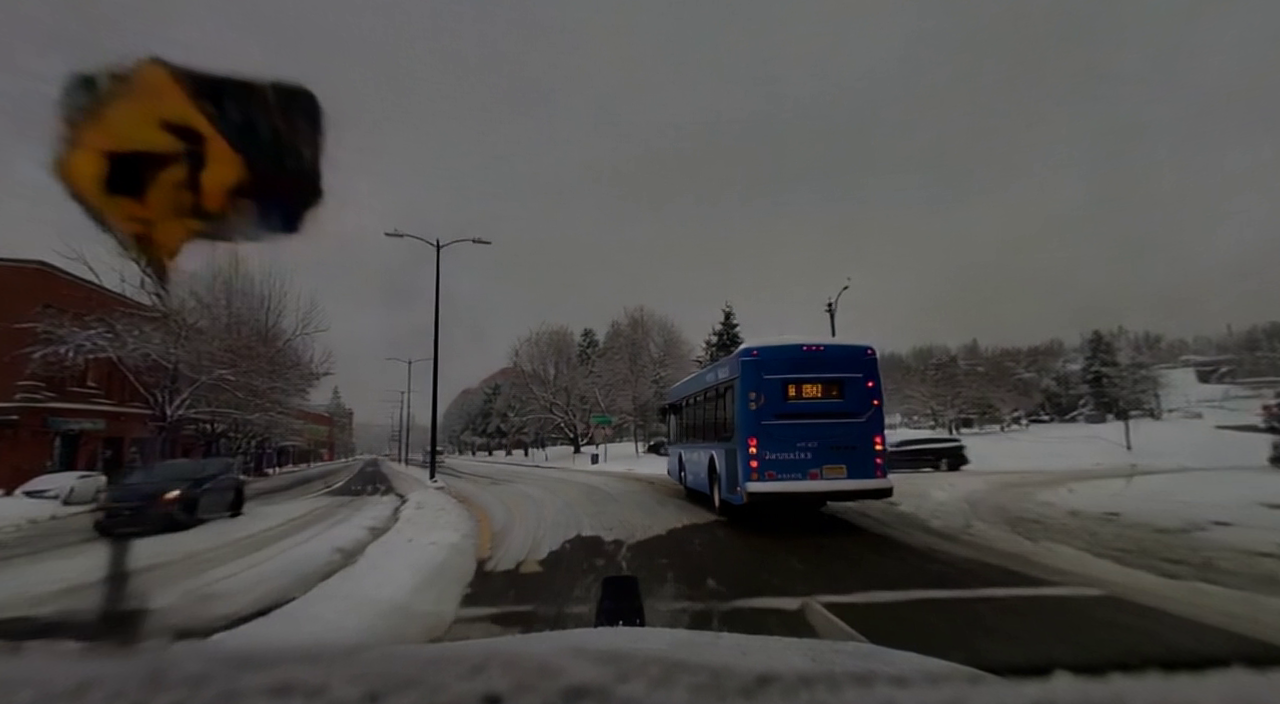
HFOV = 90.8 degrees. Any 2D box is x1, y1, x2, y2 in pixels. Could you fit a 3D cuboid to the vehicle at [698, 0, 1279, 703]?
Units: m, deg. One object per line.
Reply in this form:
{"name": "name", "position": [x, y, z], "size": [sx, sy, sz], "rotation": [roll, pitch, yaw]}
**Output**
{"name": "vehicle", "position": [2.820, 0.258, 3.693], "size": [3.194, 3.345, 12.428], "rotation": [0, -8, -3]}

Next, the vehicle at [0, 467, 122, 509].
{"name": "vehicle", "position": [-25.081, 5.764, 26.998], "size": [4.384, 1.500, 1.864], "rotation": [6, -11, -37]}

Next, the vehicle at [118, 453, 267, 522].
{"name": "vehicle", "position": [-11.744, 3.513, 16.939], "size": [1.944, 1.505, 3.944], "rotation": [2, -9, -16]}
